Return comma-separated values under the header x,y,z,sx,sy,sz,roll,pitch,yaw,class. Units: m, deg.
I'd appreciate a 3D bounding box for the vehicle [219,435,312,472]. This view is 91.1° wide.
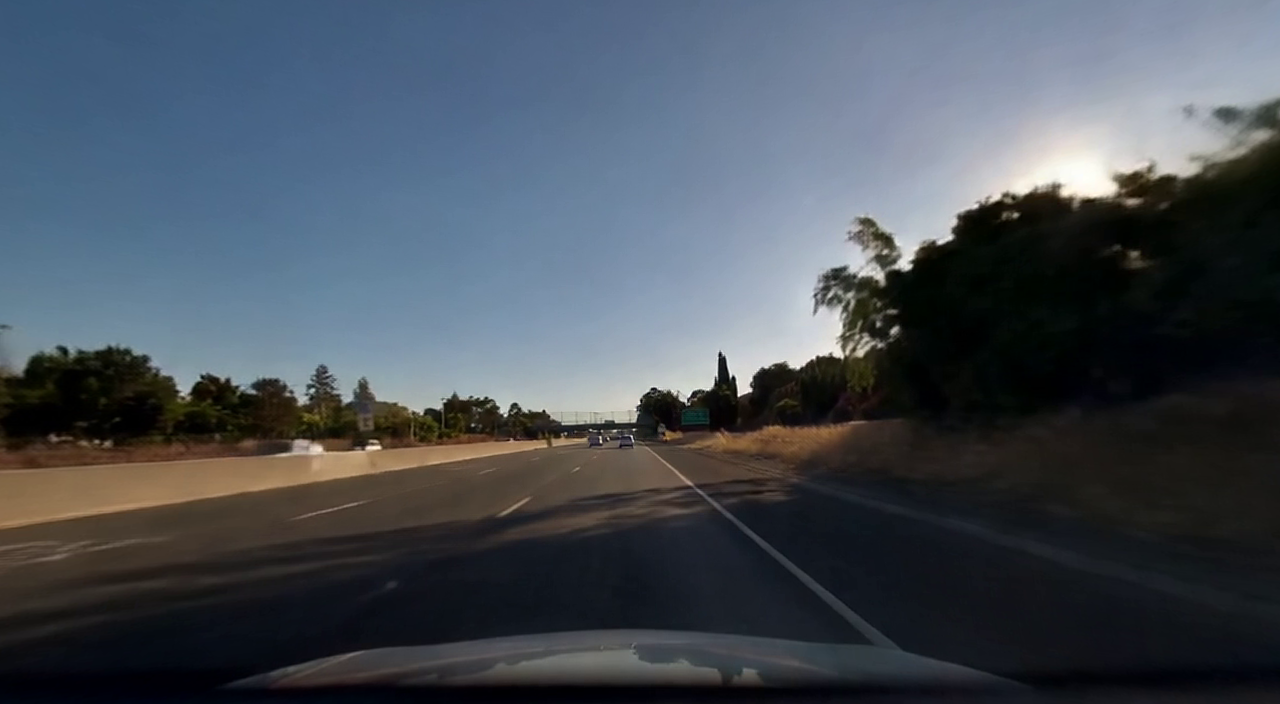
x,y,z,sx,sy,sz,roll,pitch,yaw,class
-16.562,4.480,28.058,1.726,1.485,4.013,0,-8,-2,vehicle
